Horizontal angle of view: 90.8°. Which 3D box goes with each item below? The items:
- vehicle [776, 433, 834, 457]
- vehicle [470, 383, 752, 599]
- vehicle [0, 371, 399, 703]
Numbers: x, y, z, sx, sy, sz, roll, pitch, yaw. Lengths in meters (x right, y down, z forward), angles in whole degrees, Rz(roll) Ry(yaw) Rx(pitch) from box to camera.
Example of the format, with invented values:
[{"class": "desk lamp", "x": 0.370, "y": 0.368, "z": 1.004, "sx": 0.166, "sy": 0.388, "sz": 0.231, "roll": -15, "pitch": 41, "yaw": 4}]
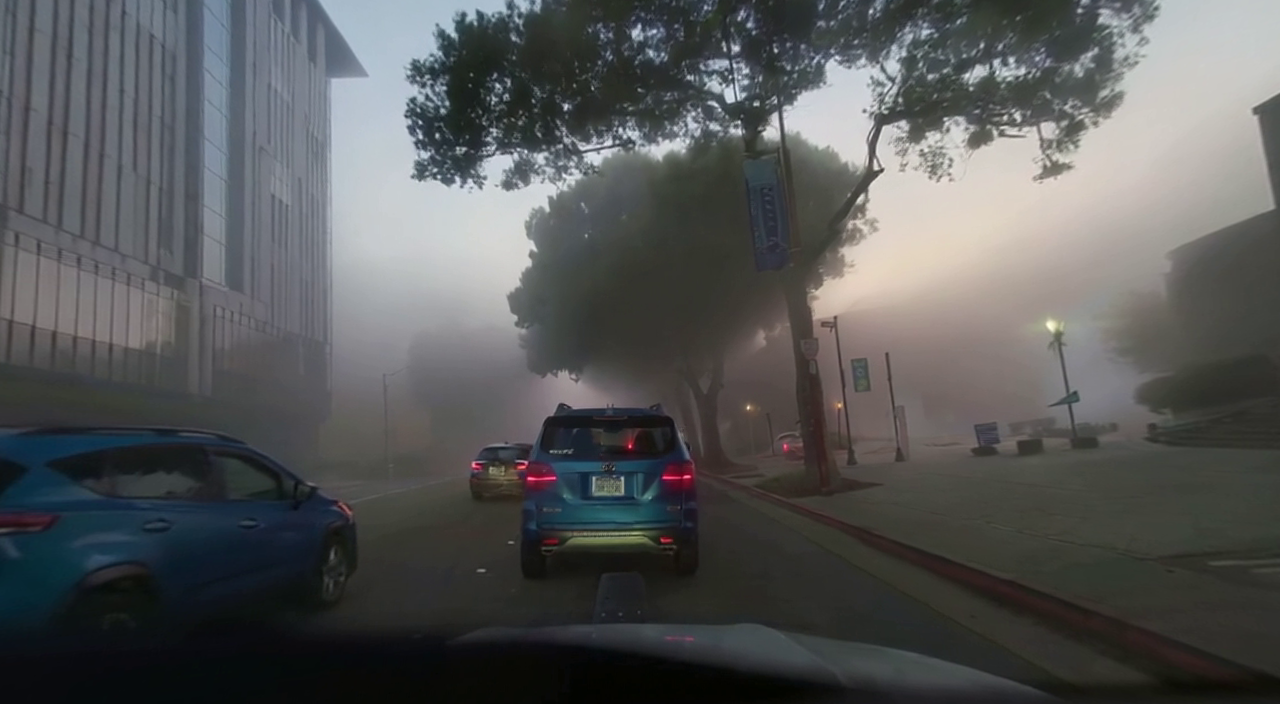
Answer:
[{"class": "vehicle", "x": 10.504, "y": 5.929, "z": 40.095, "sx": 1.877, "sy": 1.416, "sz": 3.965, "roll": -8, "pitch": -12, "yaw": 41}, {"class": "vehicle", "x": -0.343, "y": 1.570, "z": 7.993, "sx": 2.531, "sy": 1.930, "sz": 4.382, "roll": 0, "pitch": -8, "yaw": -2}, {"class": "vehicle", "x": -3.409, "y": 1.203, "z": 4.269, "sx": 1.971, "sy": 1.658, "sz": 4.428, "roll": 0, "pitch": -8, "yaw": -2}]
